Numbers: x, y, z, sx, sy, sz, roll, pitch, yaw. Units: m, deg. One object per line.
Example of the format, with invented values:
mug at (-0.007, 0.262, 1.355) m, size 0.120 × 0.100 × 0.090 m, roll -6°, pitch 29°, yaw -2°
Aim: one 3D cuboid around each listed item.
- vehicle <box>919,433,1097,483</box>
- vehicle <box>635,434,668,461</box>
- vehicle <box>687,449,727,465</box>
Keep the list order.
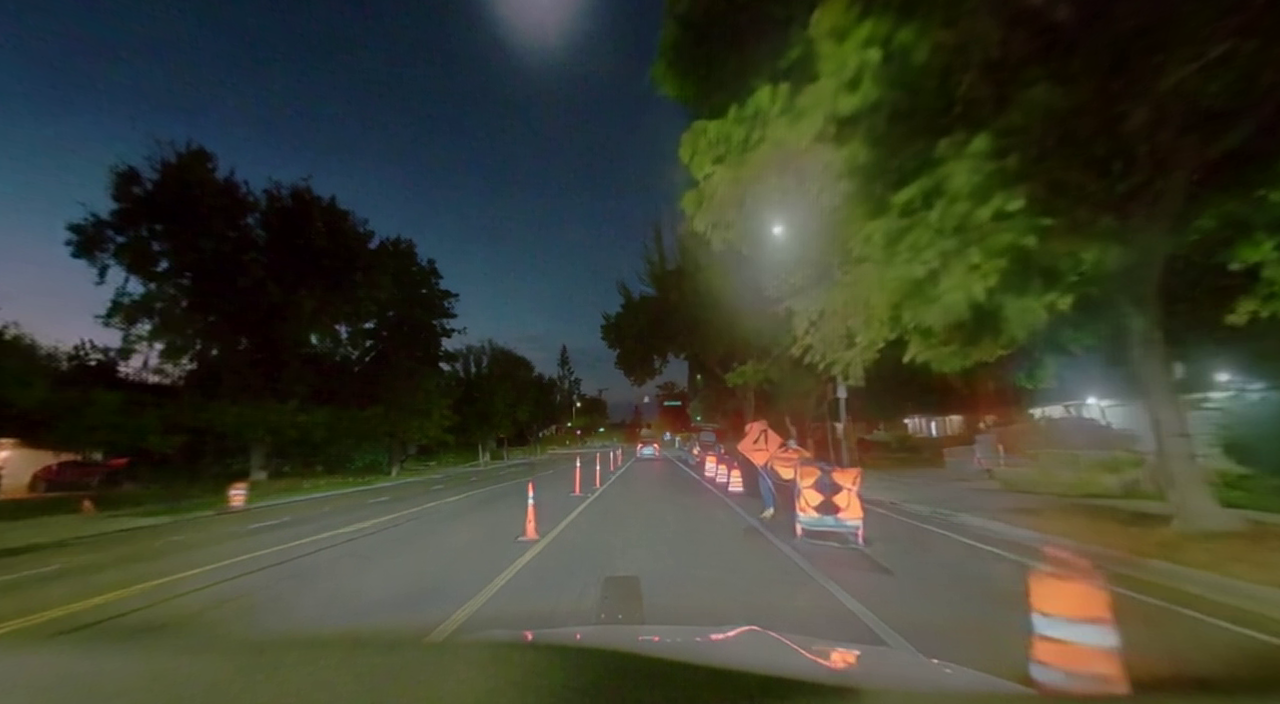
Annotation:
vehicle at (11.617, 3.366, 20.133) m, size 4.463 × 1.466 × 1.813 m, roll 0°, pitch -9°, yaw 4°
vehicle at (0.749, 6.416, 42.173) m, size 2.151 × 1.708 × 4.084 m, roll 0°, pitch -9°, yaw 1°
vehicle at (3.953, 6.286, 37.632) m, size 2.123 × 0.883 × 3.024 m, roll 0°, pitch -8°, yaw 0°
